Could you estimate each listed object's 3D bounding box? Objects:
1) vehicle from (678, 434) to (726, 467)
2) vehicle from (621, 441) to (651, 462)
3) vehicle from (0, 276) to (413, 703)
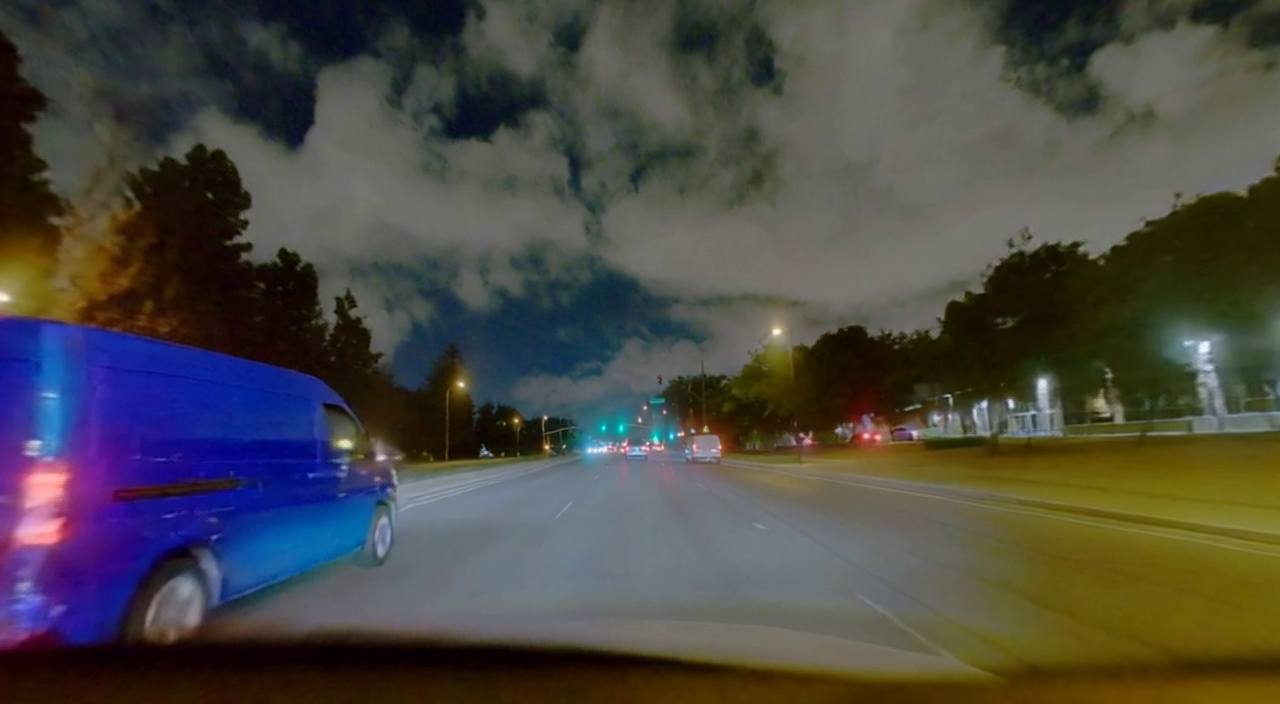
[{"bbox_3d":[3.451,5.566,35.792,2.181,1.781,4.257,0,-8,-1],"label":"vehicle"},{"bbox_3d":[-0.282,7.026,44.782,2.039,1.455,3.826,0,-8,-1],"label":"vehicle"},{"bbox_3d":[-3.482,0.935,4.333,2.075,1.863,4.744,0,-8,0],"label":"vehicle"}]
